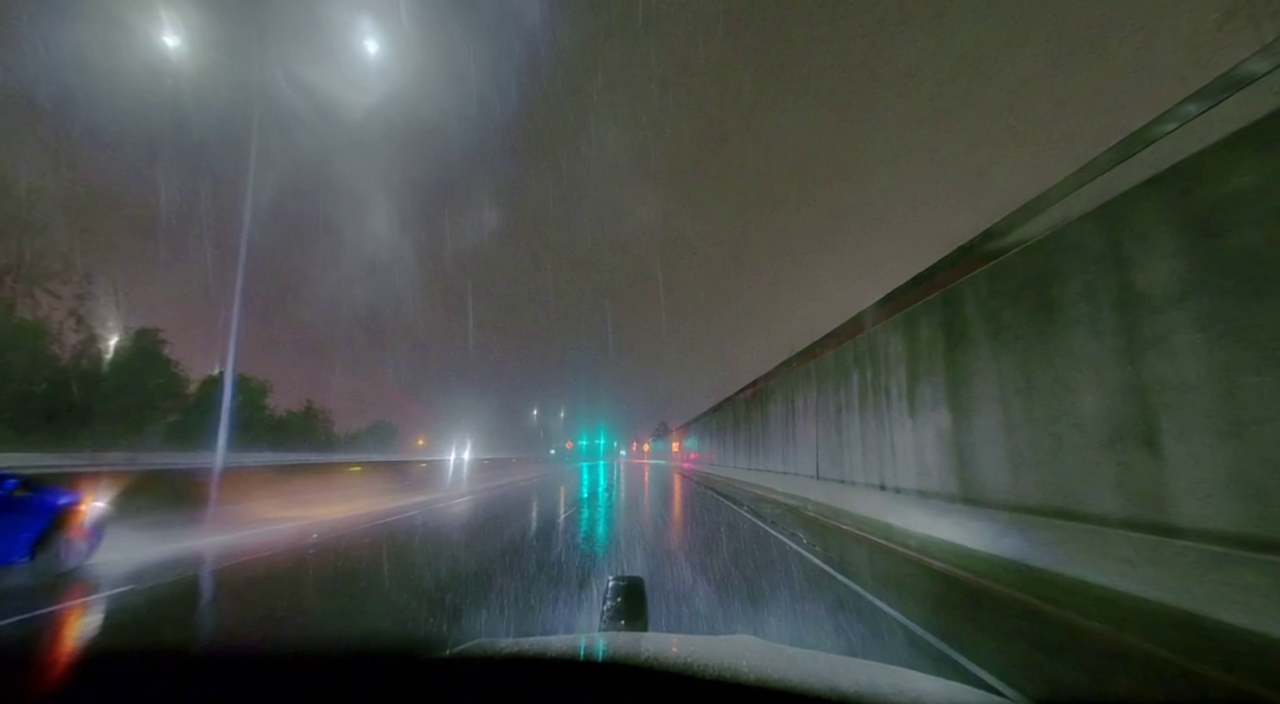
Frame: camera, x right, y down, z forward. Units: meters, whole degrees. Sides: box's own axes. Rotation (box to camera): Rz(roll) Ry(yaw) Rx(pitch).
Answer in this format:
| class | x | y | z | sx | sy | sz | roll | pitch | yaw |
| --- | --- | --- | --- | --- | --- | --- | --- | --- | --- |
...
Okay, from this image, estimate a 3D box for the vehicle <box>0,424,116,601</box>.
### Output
| class | x | y | z | sx | sy | sz | roll | pitch | yaw |
| --- | --- | --- | --- | --- | --- | --- | --- | --- | --- |
| vehicle | -6.917 | 1.287 | 4.636 | 2.172 | 1.587 | 4.518 | 0 | -9 | 1 |
